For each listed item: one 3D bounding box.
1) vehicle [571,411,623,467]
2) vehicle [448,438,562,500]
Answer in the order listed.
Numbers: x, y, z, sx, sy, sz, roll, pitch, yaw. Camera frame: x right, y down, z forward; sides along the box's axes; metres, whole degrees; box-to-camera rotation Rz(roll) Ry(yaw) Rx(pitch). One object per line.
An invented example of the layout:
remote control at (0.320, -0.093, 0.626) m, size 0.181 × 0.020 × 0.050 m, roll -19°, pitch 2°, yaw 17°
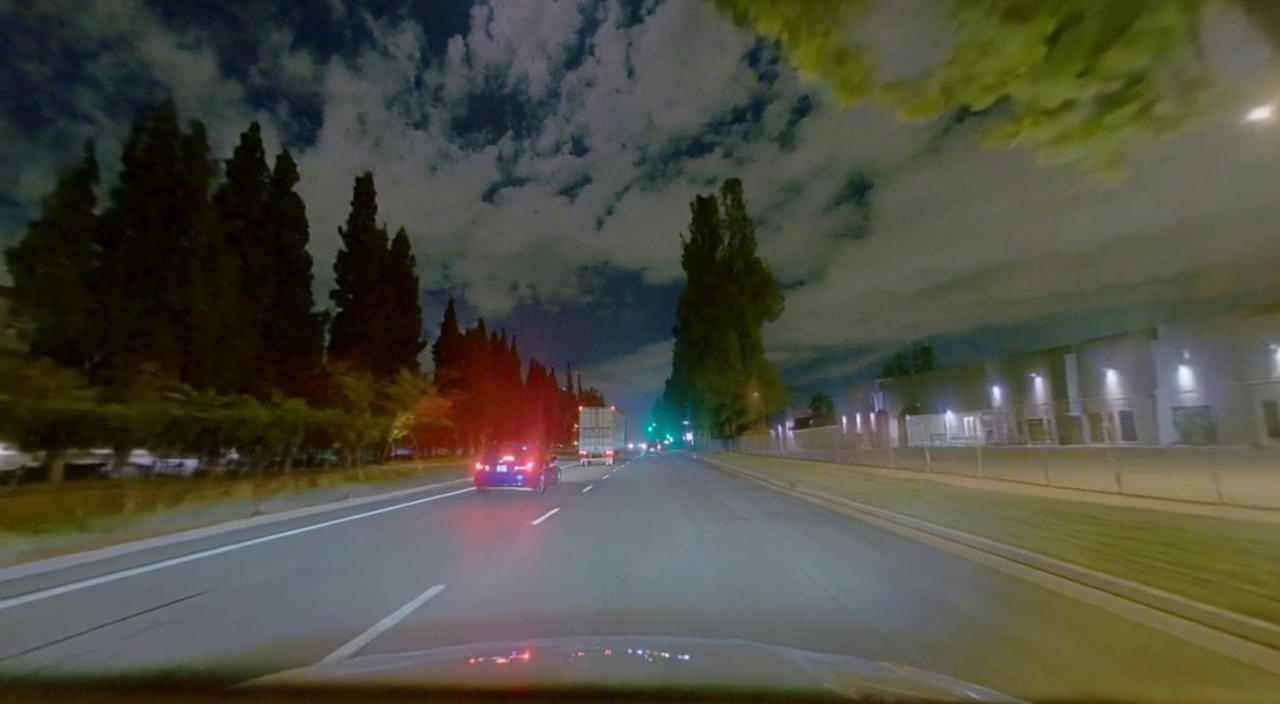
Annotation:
vehicle at (-2.651, 5.818, 41.886) m, size 2.746 × 3.276 × 8.572 m, roll -1°, pitch -8°, yaw 1°
vehicle at (-3.491, 3.109, 17.231) m, size 2.005 × 1.462 × 4.345 m, roll -1°, pitch -8°, yaw 2°
